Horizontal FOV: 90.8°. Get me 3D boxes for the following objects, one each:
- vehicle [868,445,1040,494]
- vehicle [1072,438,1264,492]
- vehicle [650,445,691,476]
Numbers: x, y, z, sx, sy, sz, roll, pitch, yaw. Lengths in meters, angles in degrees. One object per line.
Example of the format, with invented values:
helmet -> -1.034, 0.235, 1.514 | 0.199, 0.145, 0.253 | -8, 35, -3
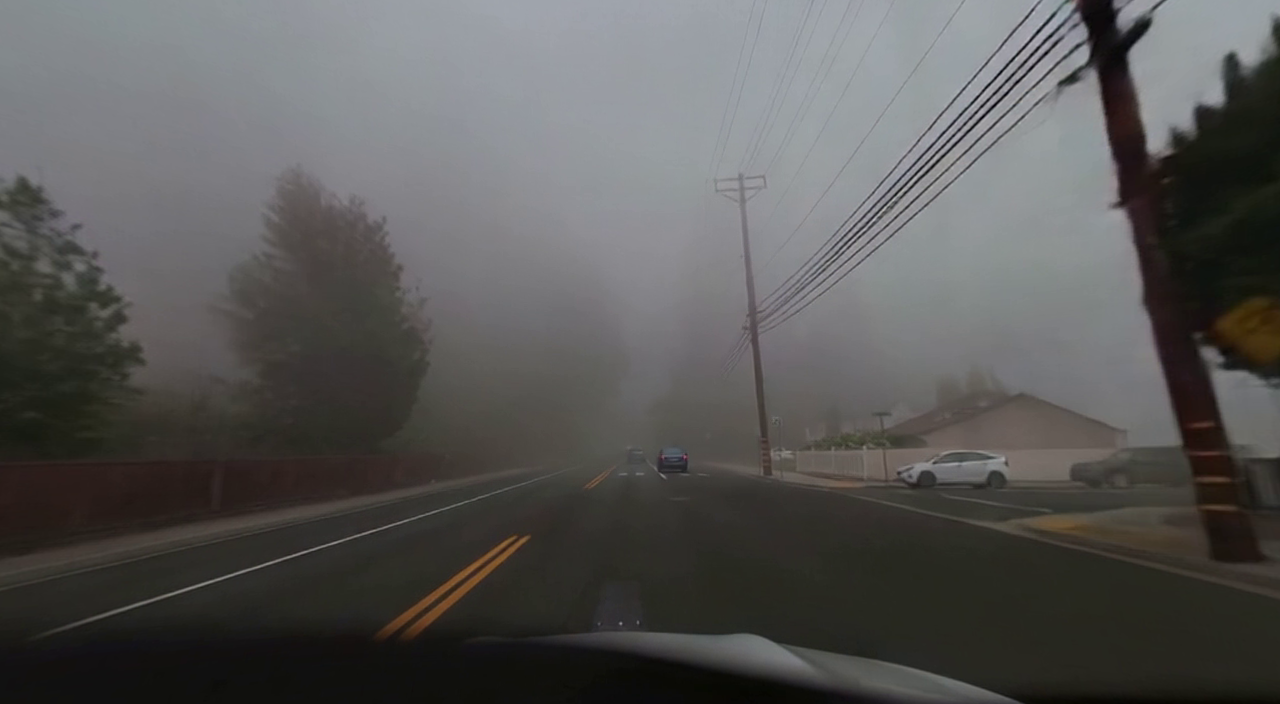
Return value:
vehicle -> 10.085, 3.780, 20.549 | 4.511, 1.473, 1.962 | 0, -8, -2
vehicle -> 17.524, 3.743, 21.158 | 4.566, 1.691, 1.996 | 0, -9, 0
vehicle -> 1.518, 5.599, 32.722 | 1.975, 1.497, 3.647 | 0, -9, 0
